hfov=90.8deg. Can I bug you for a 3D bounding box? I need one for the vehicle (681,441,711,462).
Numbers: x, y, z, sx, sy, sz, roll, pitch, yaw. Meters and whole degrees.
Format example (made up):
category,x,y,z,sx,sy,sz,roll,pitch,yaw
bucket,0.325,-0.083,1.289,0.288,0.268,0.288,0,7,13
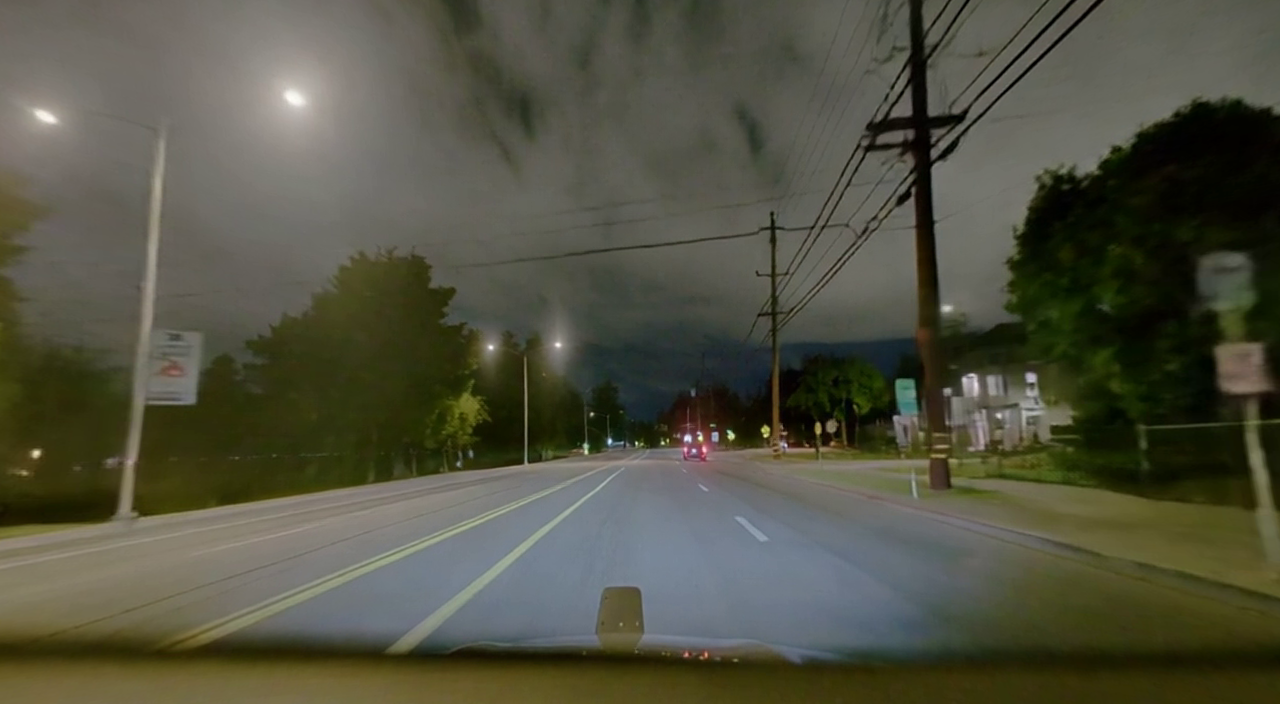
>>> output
category,x,y,z,sx,sy,sz,roll,pitch,yaw
vehicle,4.085,7.392,46.928,2.015,1.467,4.117,-1,-8,2
